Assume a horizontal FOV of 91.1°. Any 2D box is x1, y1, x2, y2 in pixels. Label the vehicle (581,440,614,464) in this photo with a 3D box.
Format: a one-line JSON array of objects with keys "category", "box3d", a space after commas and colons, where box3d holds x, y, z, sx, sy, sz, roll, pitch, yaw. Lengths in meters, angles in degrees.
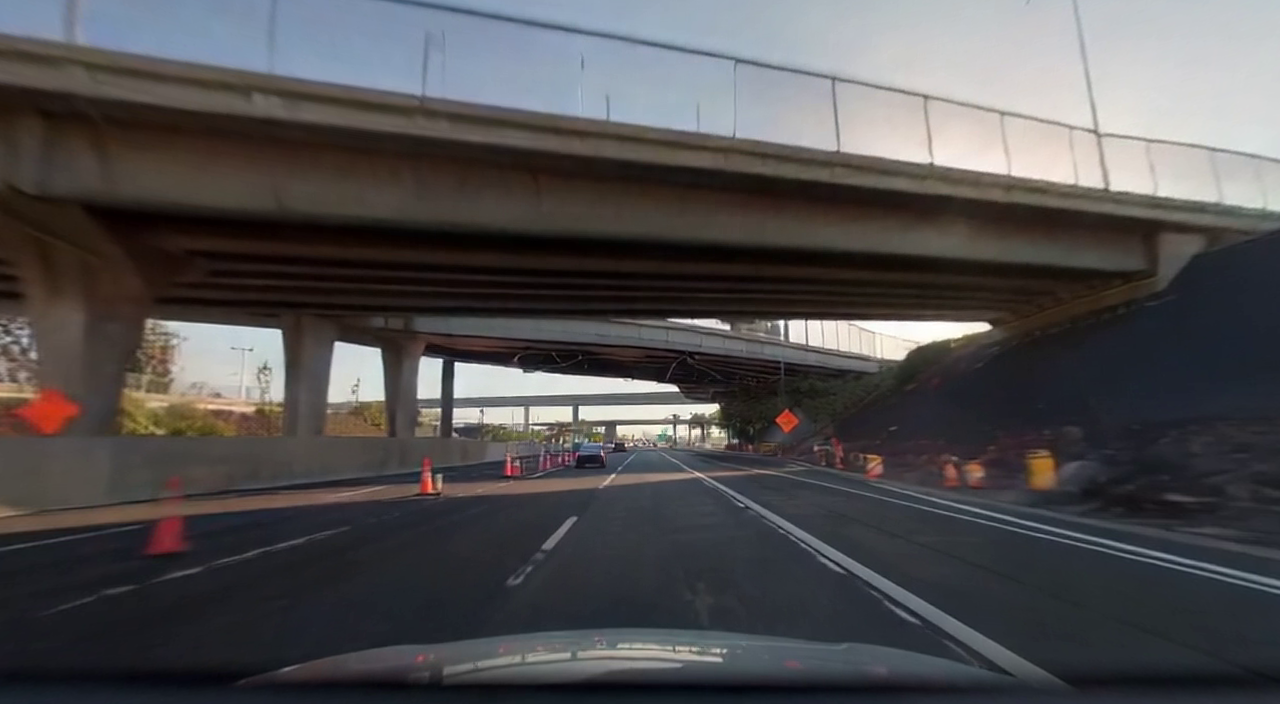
[{"category": "vehicle", "box3d": [-3.069, 7.326, 46.198, 2.078, 1.629, 4.059, 0, -8, 1]}]
